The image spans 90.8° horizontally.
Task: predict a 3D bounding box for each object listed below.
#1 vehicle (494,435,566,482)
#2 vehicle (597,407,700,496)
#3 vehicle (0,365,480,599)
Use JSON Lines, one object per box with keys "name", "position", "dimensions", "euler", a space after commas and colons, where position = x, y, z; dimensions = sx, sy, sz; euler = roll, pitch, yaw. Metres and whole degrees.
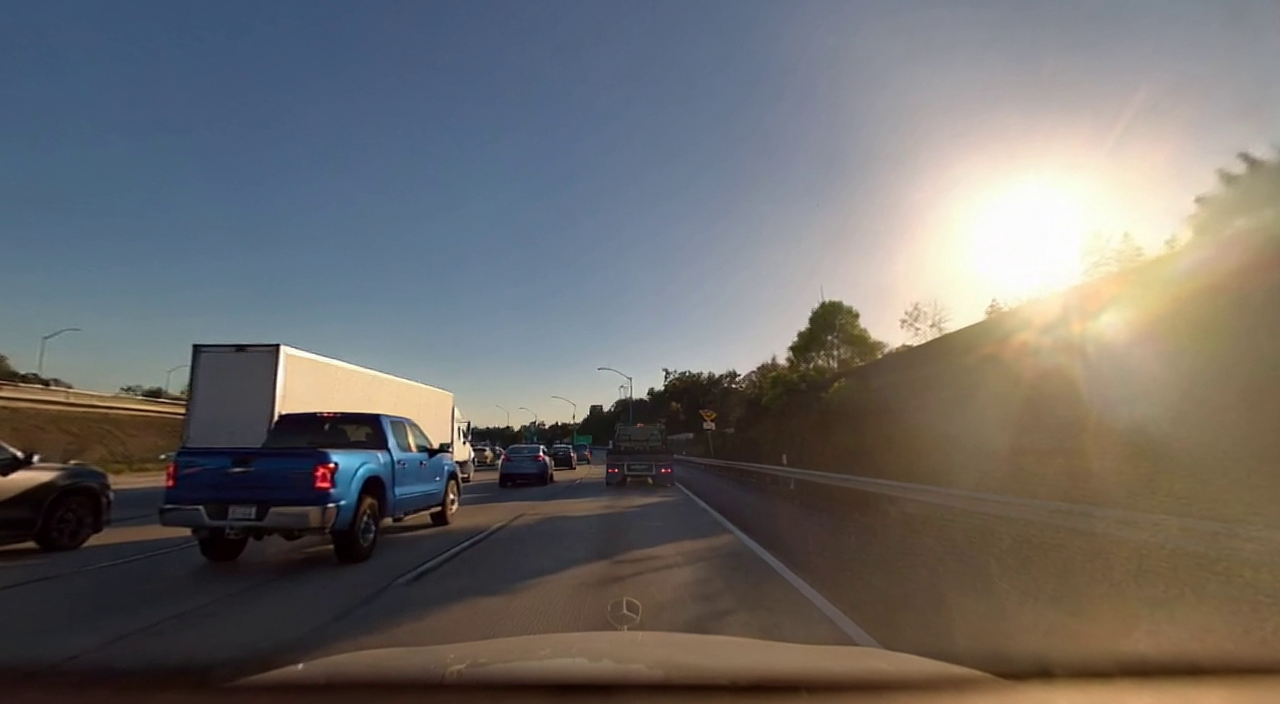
{"name": "vehicle", "position": [-4.705, 4.661, 27.852], "dimensions": [2.329, 1.859, 4.823], "euler": [0, -9, 0]}
{"name": "vehicle", "position": [0.129, 3.396, 21.737], "dimensions": [2.886, 2.471, 7.692], "euler": [0, -9, -2]}
{"name": "vehicle", "position": [-4.153, 1.520, 8.251], "dimensions": [2.575, 1.958, 5.730], "euler": [0, -9, 0]}
